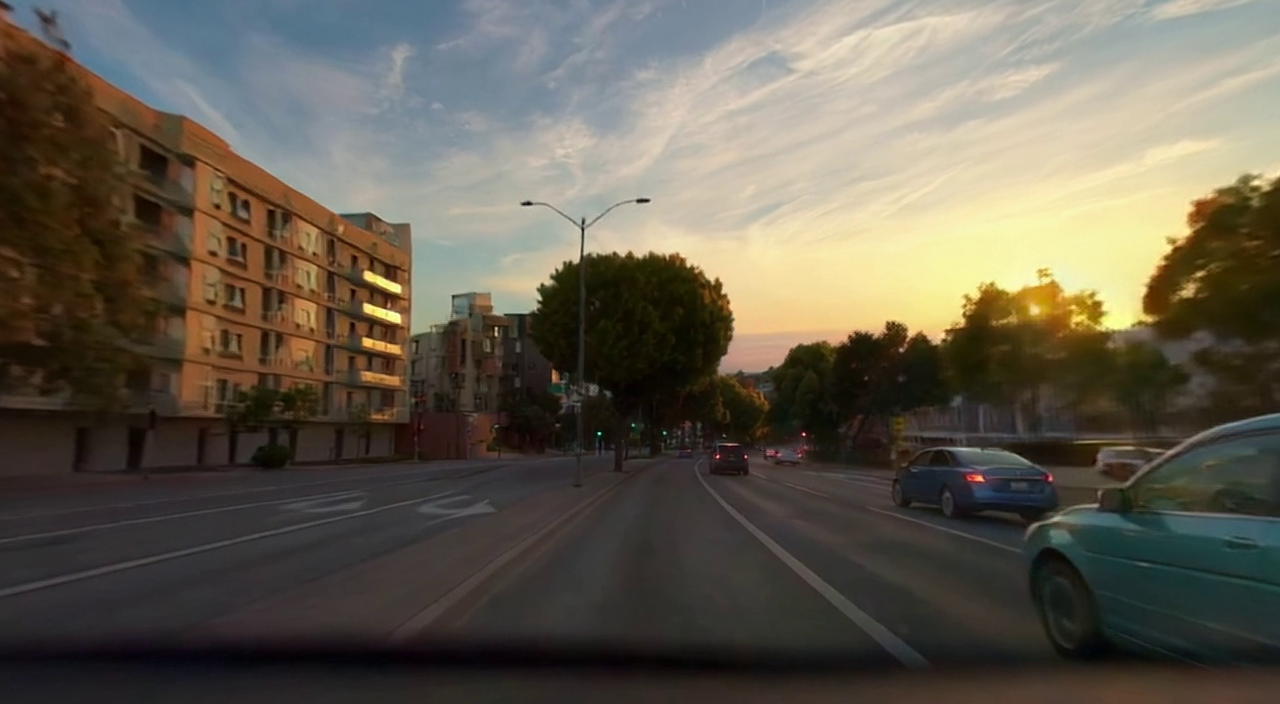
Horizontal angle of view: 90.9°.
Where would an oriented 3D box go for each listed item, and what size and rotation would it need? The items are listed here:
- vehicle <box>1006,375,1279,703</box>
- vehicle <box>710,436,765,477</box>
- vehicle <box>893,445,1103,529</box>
[{"bbox_3d":[3.462,0.877,2.246,1.901,1.634,3.952,0,-9,0],"label":"vehicle"},{"bbox_3d":[4.730,5.156,31.320,2.154,1.844,4.634,-1,-9,3],"label":"vehicle"},{"bbox_3d":[7.413,2.788,13.728,1.899,1.496,4.559,0,-9,0],"label":"vehicle"}]
